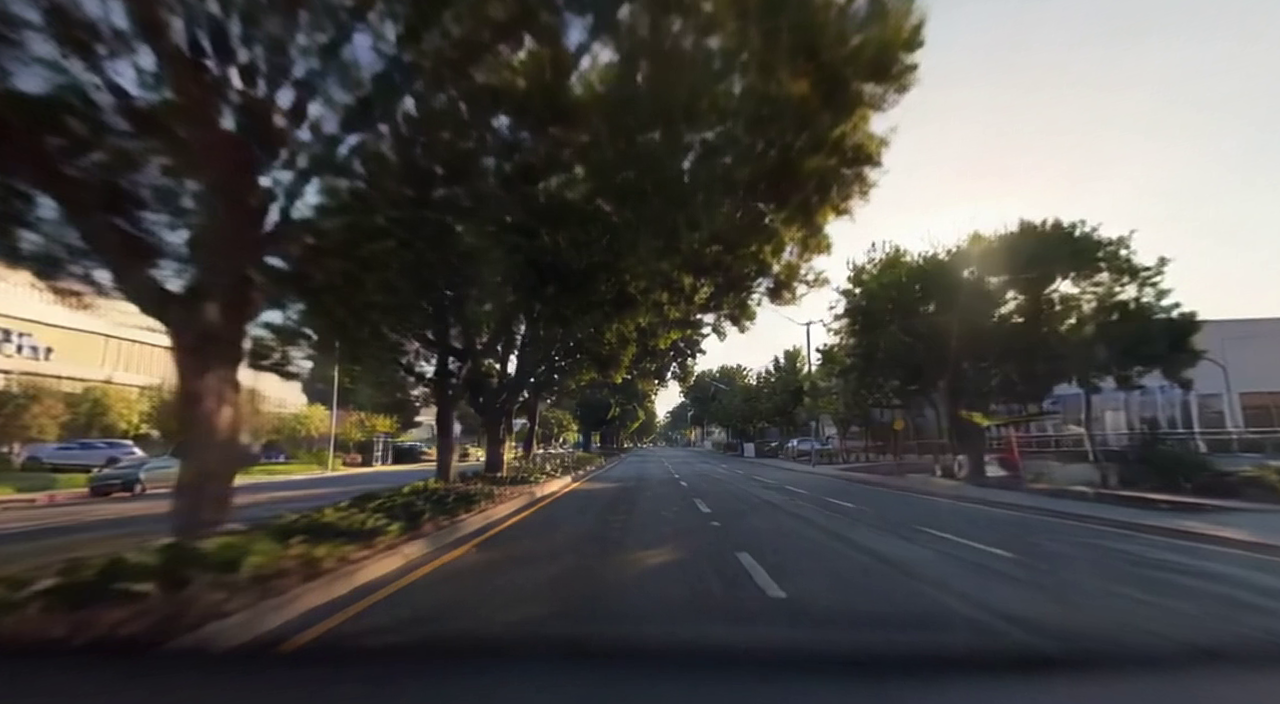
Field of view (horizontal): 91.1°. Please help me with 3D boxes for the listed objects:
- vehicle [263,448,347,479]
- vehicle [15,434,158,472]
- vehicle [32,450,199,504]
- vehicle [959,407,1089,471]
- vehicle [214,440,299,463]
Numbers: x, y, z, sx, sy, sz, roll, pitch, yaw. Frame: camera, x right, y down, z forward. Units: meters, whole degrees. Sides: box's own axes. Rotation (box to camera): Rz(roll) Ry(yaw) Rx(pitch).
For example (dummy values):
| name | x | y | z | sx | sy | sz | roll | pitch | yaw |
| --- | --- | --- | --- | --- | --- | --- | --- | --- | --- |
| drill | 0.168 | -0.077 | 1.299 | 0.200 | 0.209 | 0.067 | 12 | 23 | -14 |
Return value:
| name | x | y | z | sx | sy | sz | roll | pitch | yaw |
| --- | --- | --- | --- | --- | --- | --- | --- | --- | --- |
| vehicle | -19.013 | 6.301 | 35.897 | 2.071 | 1.595 | 4.822 | 0 | -9 | 1 |
| vehicle | -26.661 | 4.866 | 30.402 | 4.667 | 1.728 | 2.276 | 0 | -8 | -3 |
| vehicle | -18.927 | 4.486 | 23.043 | 2.012 | 1.560 | 4.782 | -1 | -7 | 0 |
| vehicle | 21.836 | 5.065 | 36.291 | 2.977 | 3.311 | 6.892 | 0 | -9 | -1 |
| vehicle | -27.655 | 7.190 | 45.383 | 4.643 | 1.614 | 2.169 | 0 | -9 | 1 |
